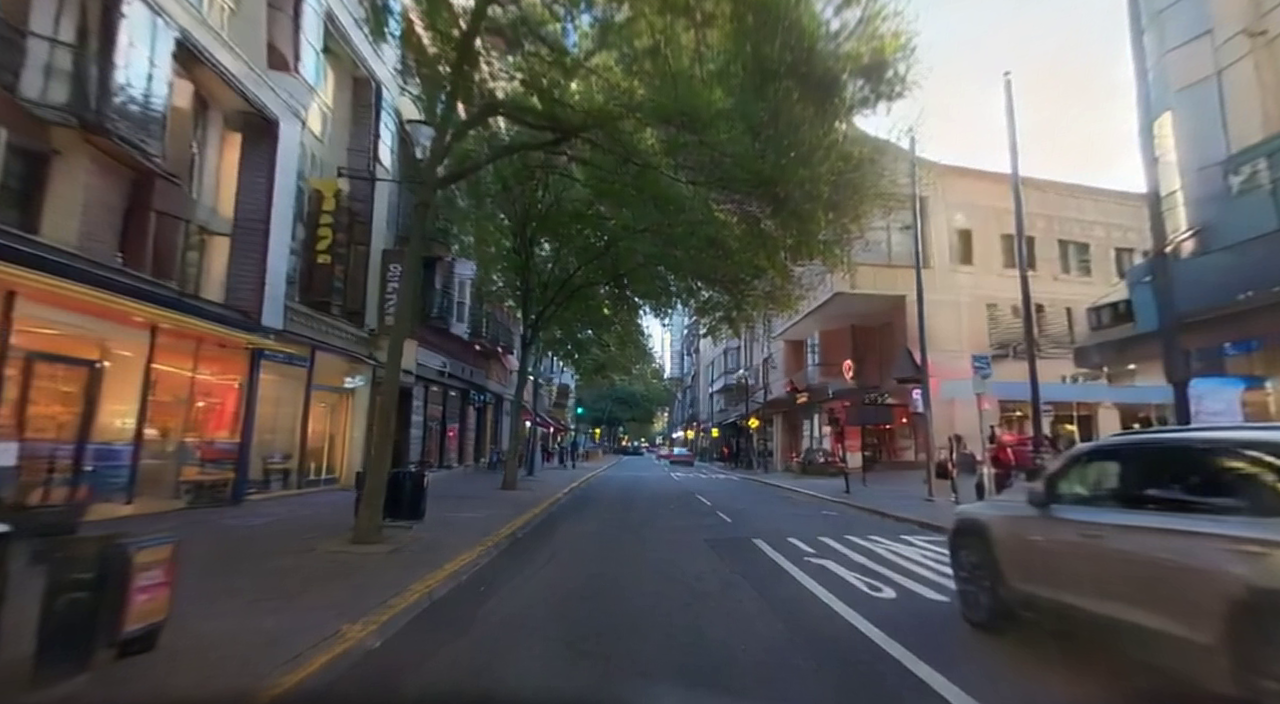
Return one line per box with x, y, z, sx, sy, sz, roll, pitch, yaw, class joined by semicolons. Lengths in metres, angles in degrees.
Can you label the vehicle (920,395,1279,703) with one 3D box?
3.482;1.082;3.332;1.971;1.559;4.326;0;-9;-1;vehicle
